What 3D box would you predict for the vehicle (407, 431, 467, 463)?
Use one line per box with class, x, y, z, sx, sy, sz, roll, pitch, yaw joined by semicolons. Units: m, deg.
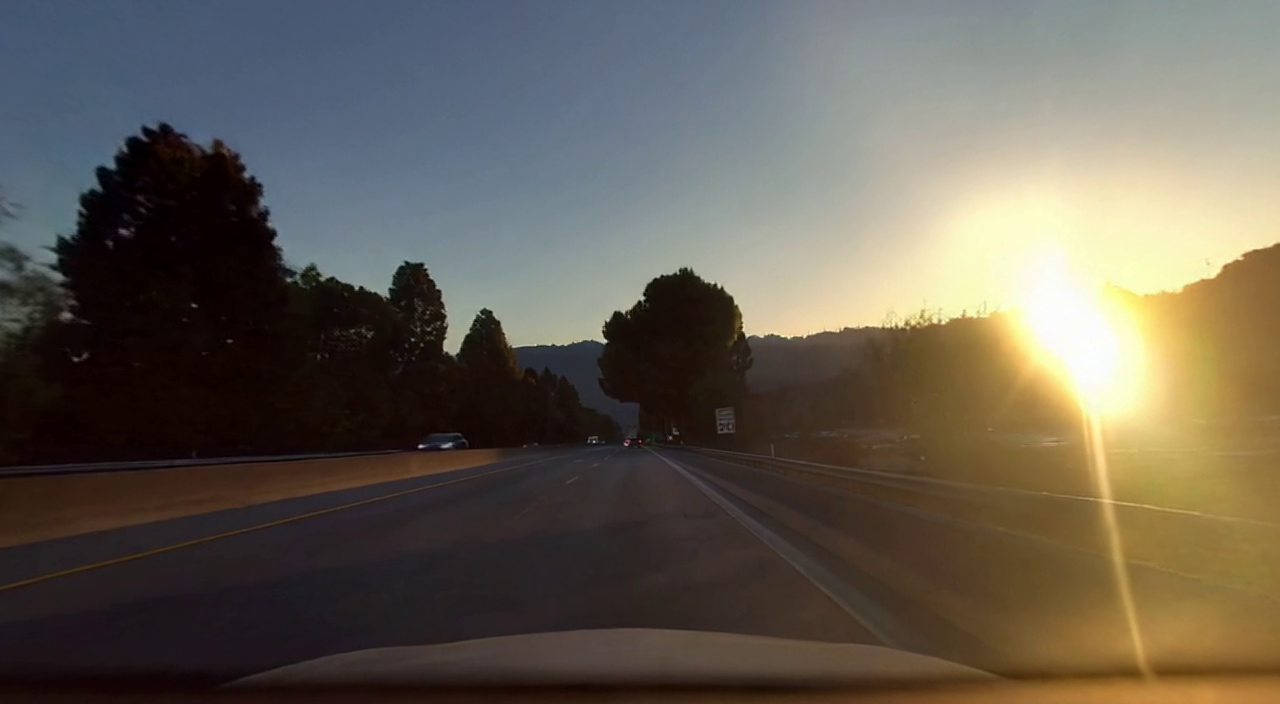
vehicle;-12.444;5.869;39.009;2.105;1.870;4.833;0;-8;0
